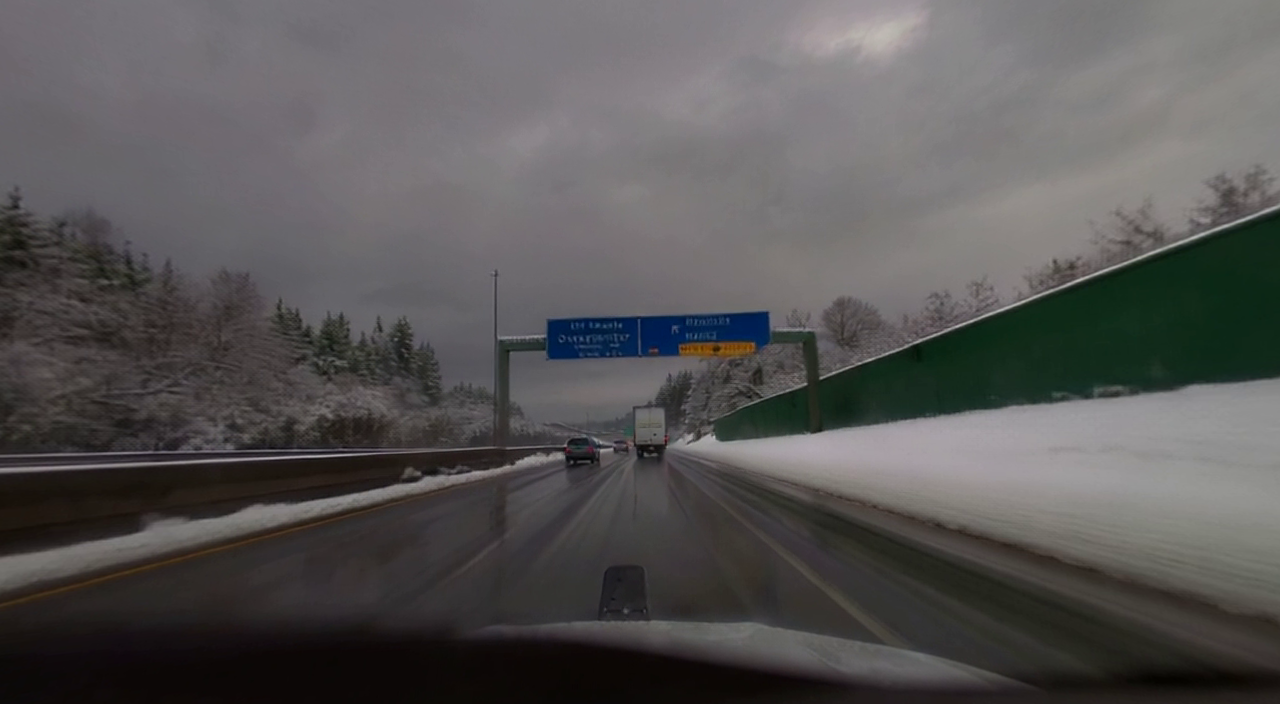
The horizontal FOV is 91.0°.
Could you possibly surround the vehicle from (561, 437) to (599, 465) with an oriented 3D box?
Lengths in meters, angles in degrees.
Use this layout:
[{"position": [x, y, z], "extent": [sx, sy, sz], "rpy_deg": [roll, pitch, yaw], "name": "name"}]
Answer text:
[{"position": [-3.528, 5.895, 37.745], "extent": [1.927, 1.556, 3.921], "rpy_deg": [0, -8, -1], "name": "vehicle"}]
